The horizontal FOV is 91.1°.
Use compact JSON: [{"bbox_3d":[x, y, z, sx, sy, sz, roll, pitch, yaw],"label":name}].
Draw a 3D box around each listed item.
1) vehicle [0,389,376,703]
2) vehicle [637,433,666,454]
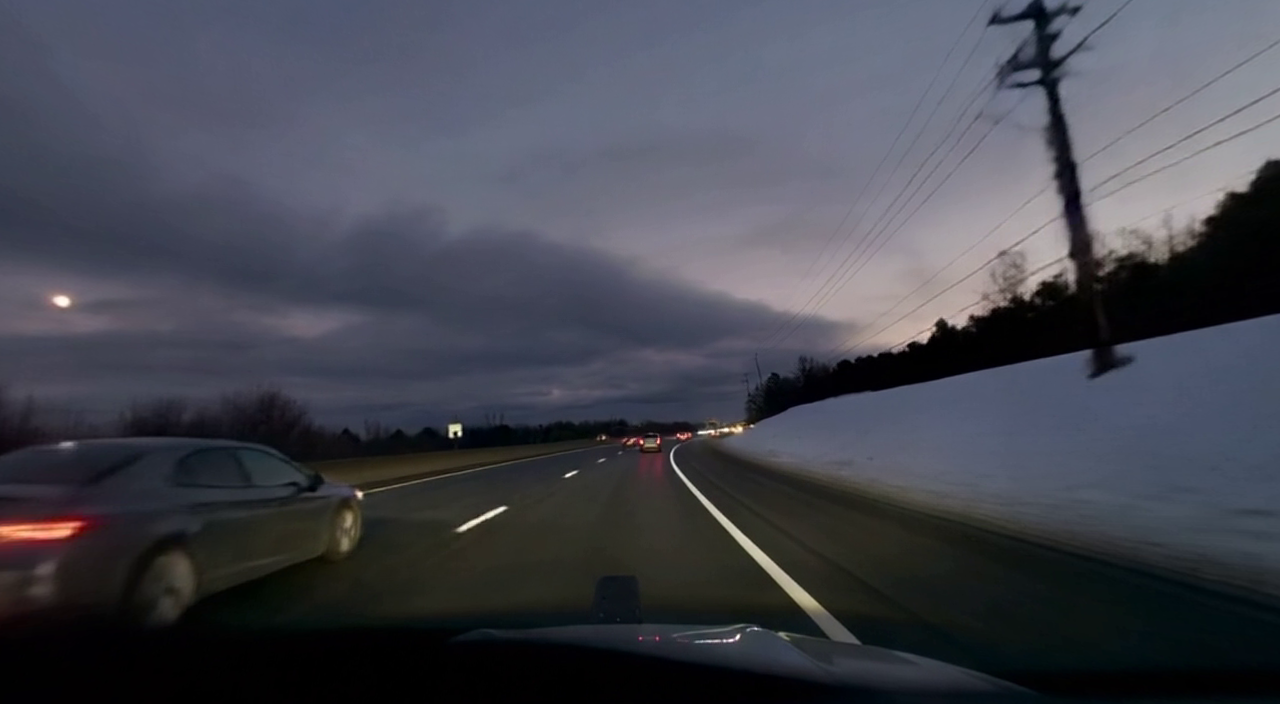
[{"bbox_3d":[-3.800,1.162,4.455,2.030,1.522,4.250,0,-8,-1],"label":"vehicle"},{"bbox_3d":[0.942,6.931,47.683,2.077,1.523,4.206,0,-8,3],"label":"vehicle"}]
